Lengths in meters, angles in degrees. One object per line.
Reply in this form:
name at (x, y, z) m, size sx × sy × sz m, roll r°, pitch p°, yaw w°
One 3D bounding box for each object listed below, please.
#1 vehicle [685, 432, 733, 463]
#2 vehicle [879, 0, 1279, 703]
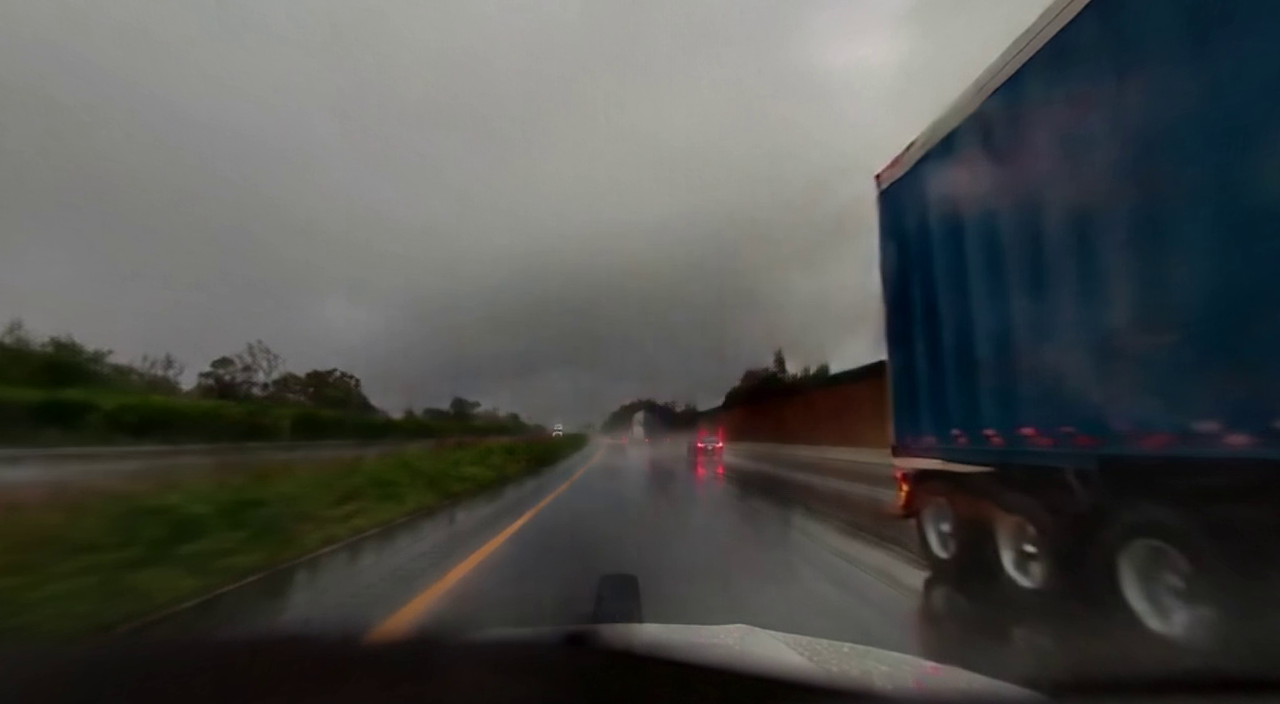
vehicle at (3.457, 4.854, 32.326) m, size 1.813 × 1.454 × 4.197 m, roll 0°, pitch -7°, yaw -3°
vehicle at (4.303, -0.239, 3.781) m, size 3.048 × 4.142 × 6.359 m, roll 0°, pitch -7°, yaw -1°
